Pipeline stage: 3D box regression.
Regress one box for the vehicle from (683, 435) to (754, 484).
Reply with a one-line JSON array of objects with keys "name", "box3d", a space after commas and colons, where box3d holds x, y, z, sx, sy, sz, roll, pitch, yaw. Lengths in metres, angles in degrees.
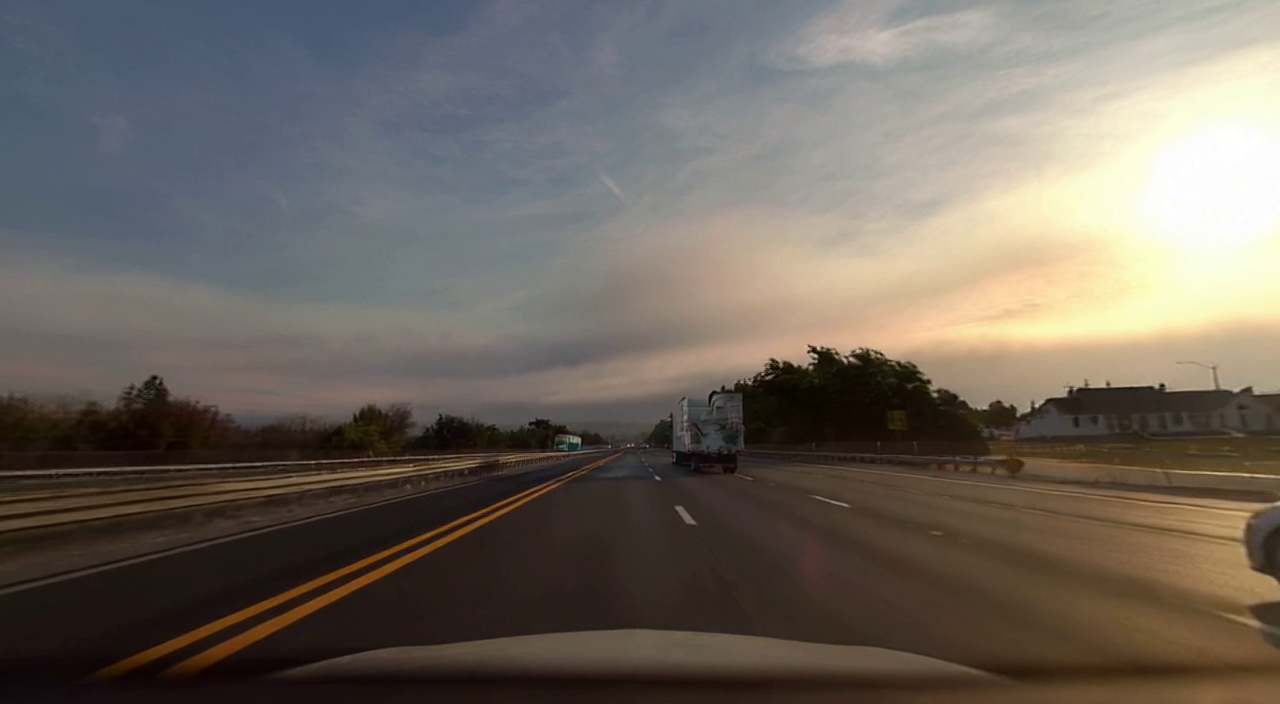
[{"name": "vehicle", "box3d": [3.056, 4.304, 25.715, 2.141, 1.785, 4.778, 0, -8, -2]}]
